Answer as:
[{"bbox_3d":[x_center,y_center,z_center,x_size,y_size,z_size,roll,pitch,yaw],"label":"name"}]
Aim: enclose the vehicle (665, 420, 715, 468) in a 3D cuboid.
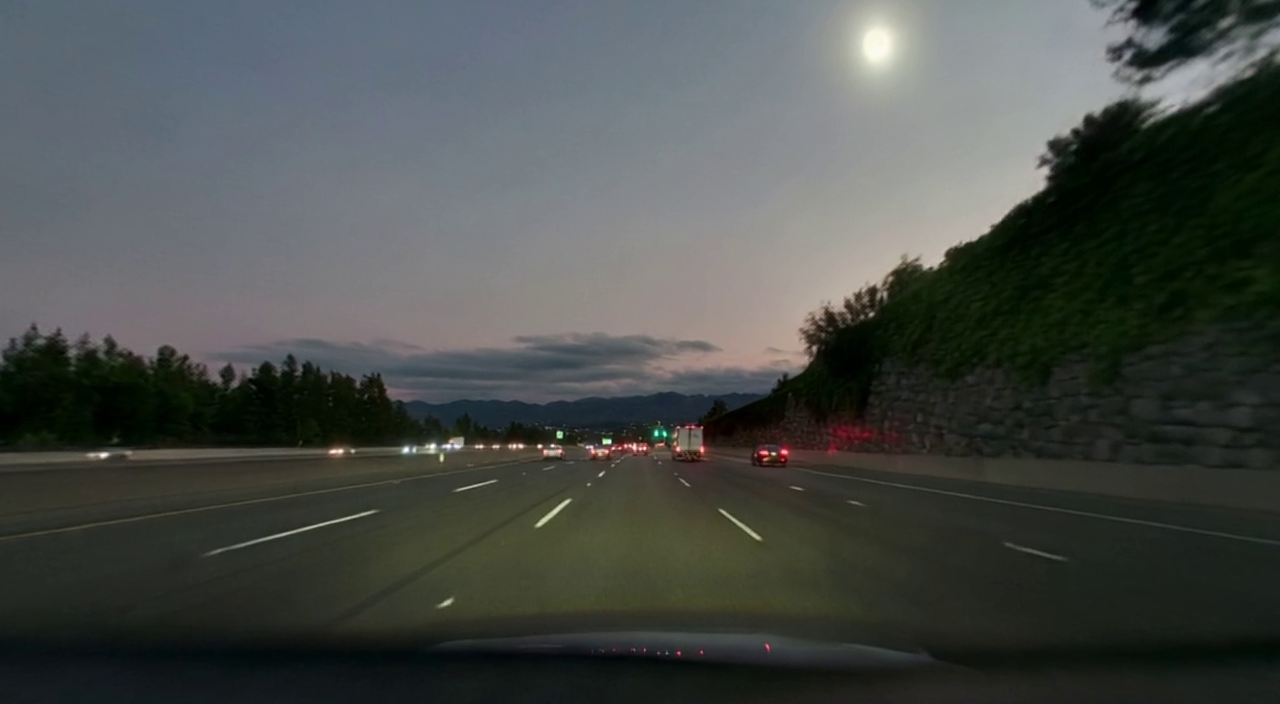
[{"bbox_3d":[3.520,6.743,46.337,2.795,3.187,7.205,0,-9,-2],"label":"vehicle"}]
